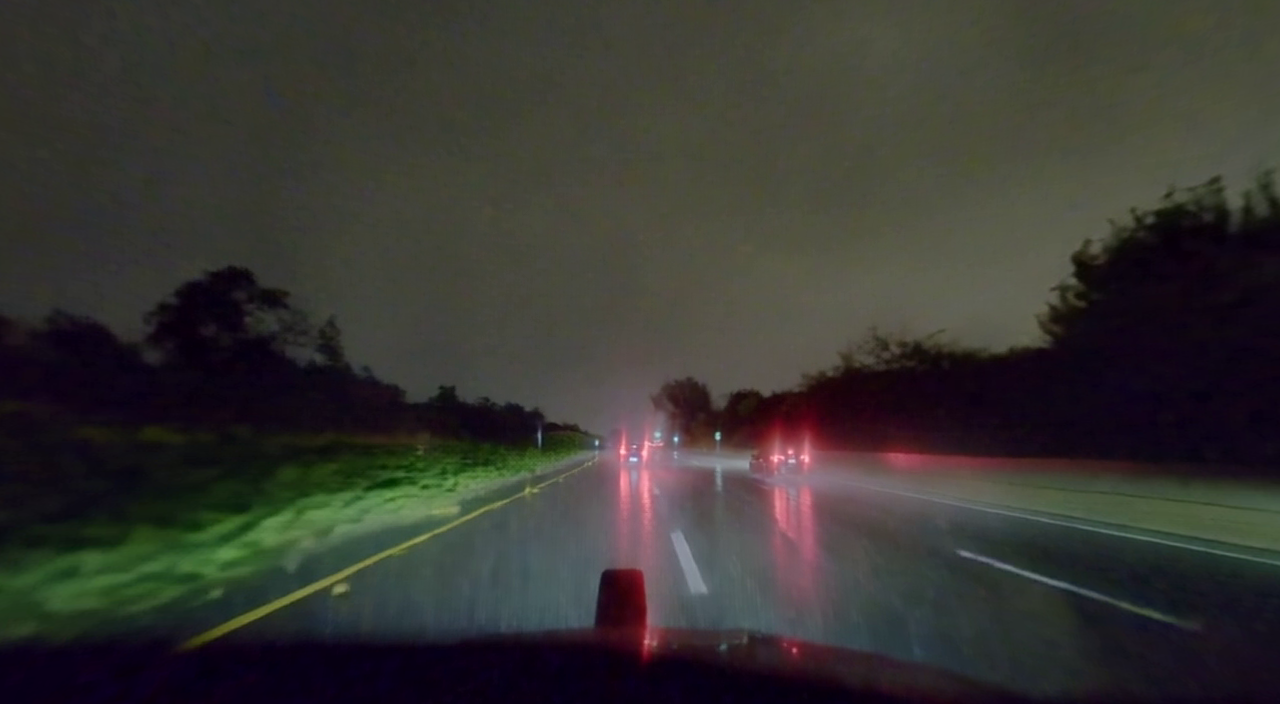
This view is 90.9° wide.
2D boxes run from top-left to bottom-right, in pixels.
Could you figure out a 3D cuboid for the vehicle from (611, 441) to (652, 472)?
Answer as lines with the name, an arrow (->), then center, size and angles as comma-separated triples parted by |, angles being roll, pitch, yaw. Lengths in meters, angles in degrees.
vehicle -> -0.467, 5.403, 32.939 | 1.991, 1.475, 4.302 | 0, -8, -2
